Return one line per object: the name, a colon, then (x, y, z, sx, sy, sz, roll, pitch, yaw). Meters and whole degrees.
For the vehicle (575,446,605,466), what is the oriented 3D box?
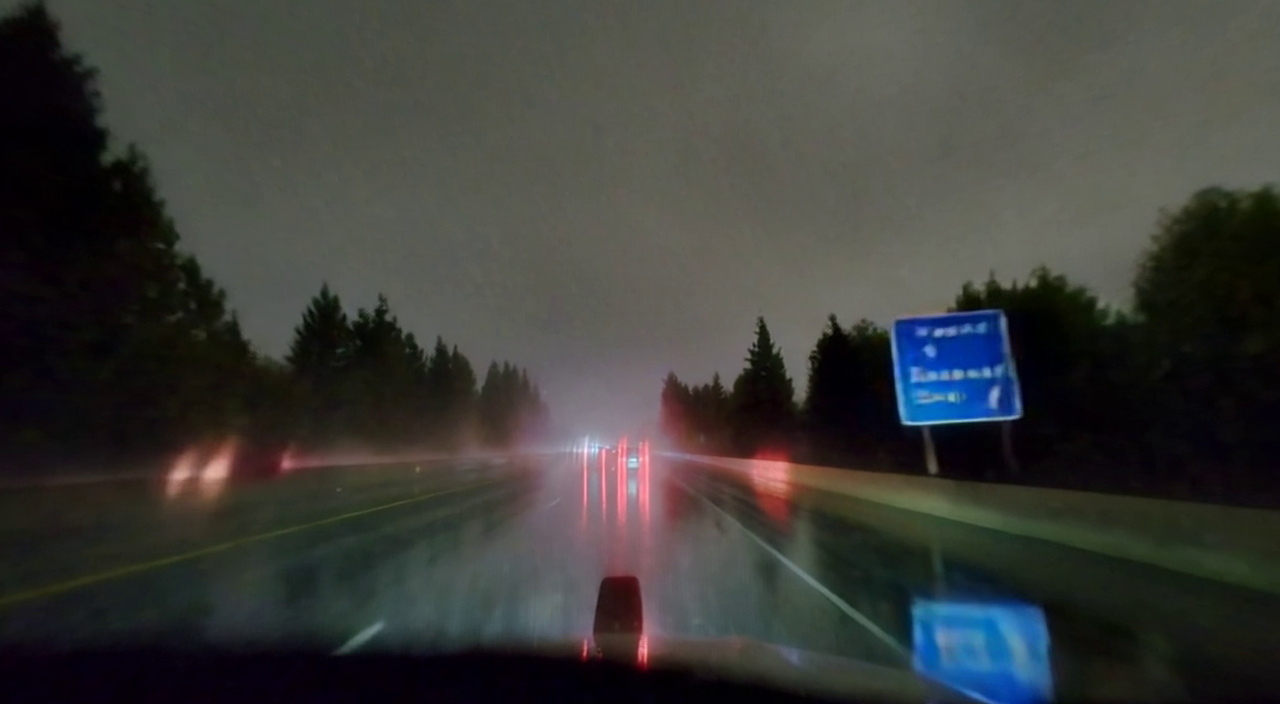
vehicle: (-3.833, 8.020, 48.466, 1.994, 1.470, 3.752, -1, -9, 0)

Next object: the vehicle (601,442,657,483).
vehicle: (-0.430, 4.424, 25.306, 2.066, 1.490, 3.759, -1, -9, 0)

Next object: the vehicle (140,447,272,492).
vehicle: (-17.300, 4.668, 25.315, 2.006, 1.602, 4.622, -1, -9, 0)
